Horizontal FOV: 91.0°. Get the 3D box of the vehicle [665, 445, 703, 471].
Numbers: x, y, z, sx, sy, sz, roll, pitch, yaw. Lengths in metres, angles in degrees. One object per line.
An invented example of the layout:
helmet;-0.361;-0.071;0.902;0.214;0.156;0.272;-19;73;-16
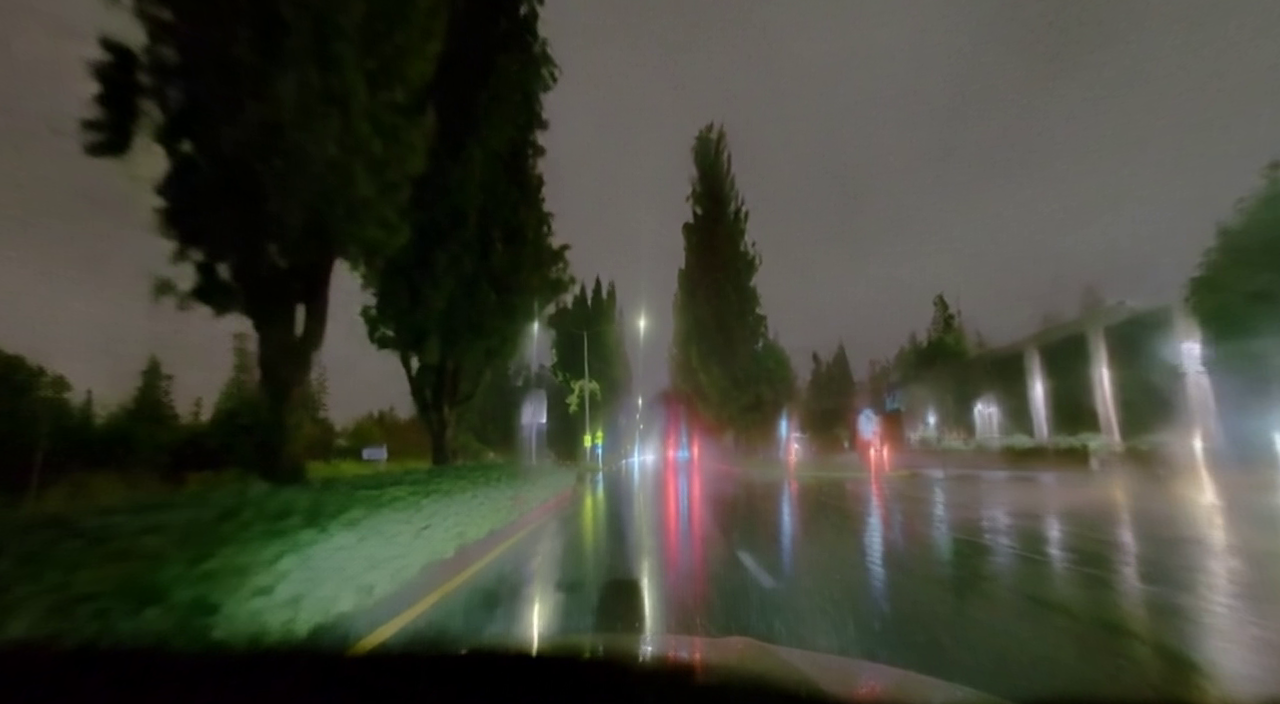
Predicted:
vehicle;2.802;6.831;40.724;2.044;1.537;4.528;0;-9;-1
